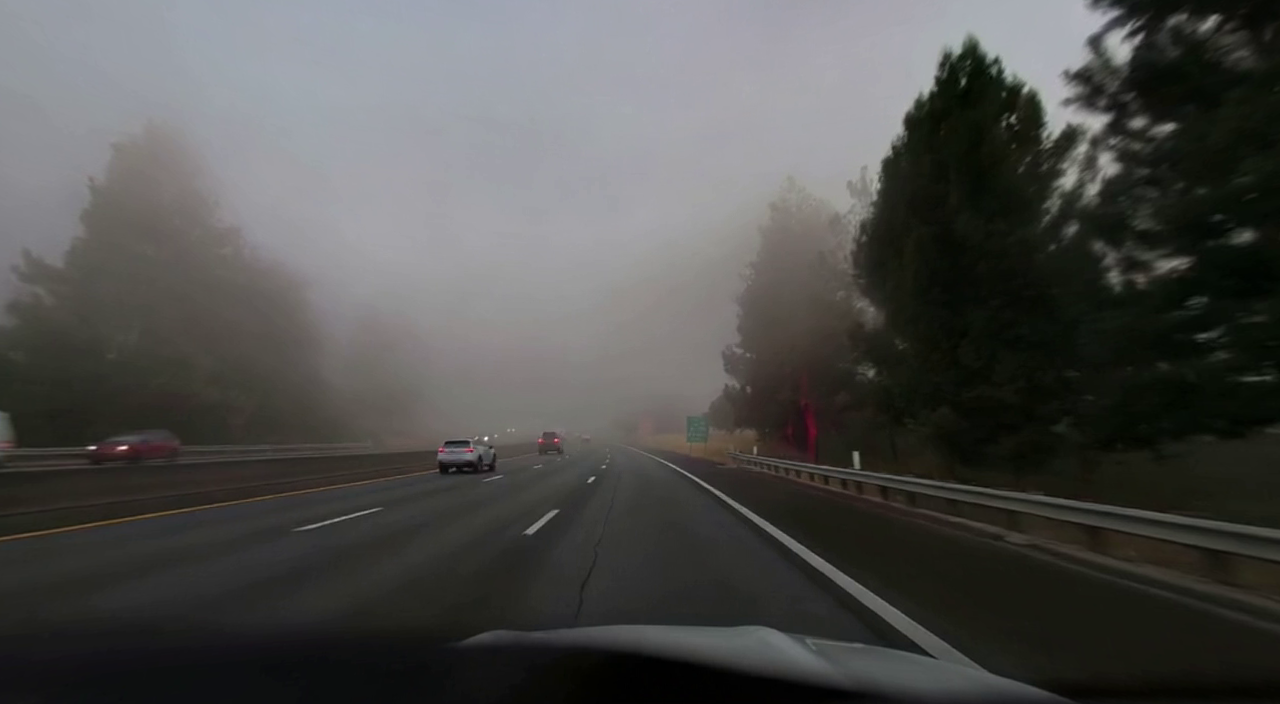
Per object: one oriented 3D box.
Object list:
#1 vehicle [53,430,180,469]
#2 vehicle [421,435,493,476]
[{"bbox_3d":[-24.706,4.604,30.028,2.099,1.687,4.680,0,-8,-2],"label":"vehicle"},{"bbox_3d":[-7.705,4.397,27.015,1.931,1.608,3.977,0,-8,-1],"label":"vehicle"}]
